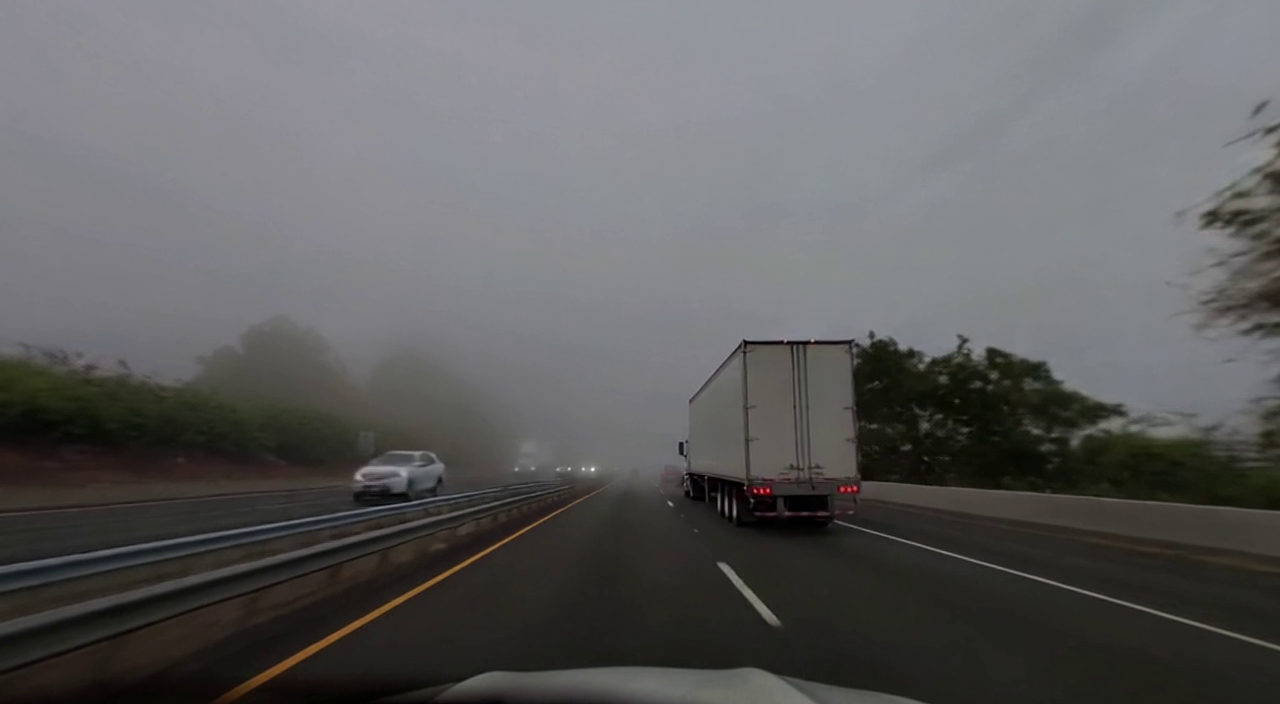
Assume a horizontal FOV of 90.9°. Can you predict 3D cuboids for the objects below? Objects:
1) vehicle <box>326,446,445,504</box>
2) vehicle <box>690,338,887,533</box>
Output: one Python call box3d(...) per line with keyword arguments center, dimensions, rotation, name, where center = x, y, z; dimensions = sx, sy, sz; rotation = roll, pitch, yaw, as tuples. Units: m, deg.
box3d(center=(-9.395, 4.615, 23.850), dimensions=(2.377, 1.908, 4.959), rotation=(1, -10, 0), name="vehicle")
box3d(center=(3.645, 2.984, 20.330), dimensions=(2.863, 4.088, 14.040), rotation=(1, -10, 0), name="vehicle")
